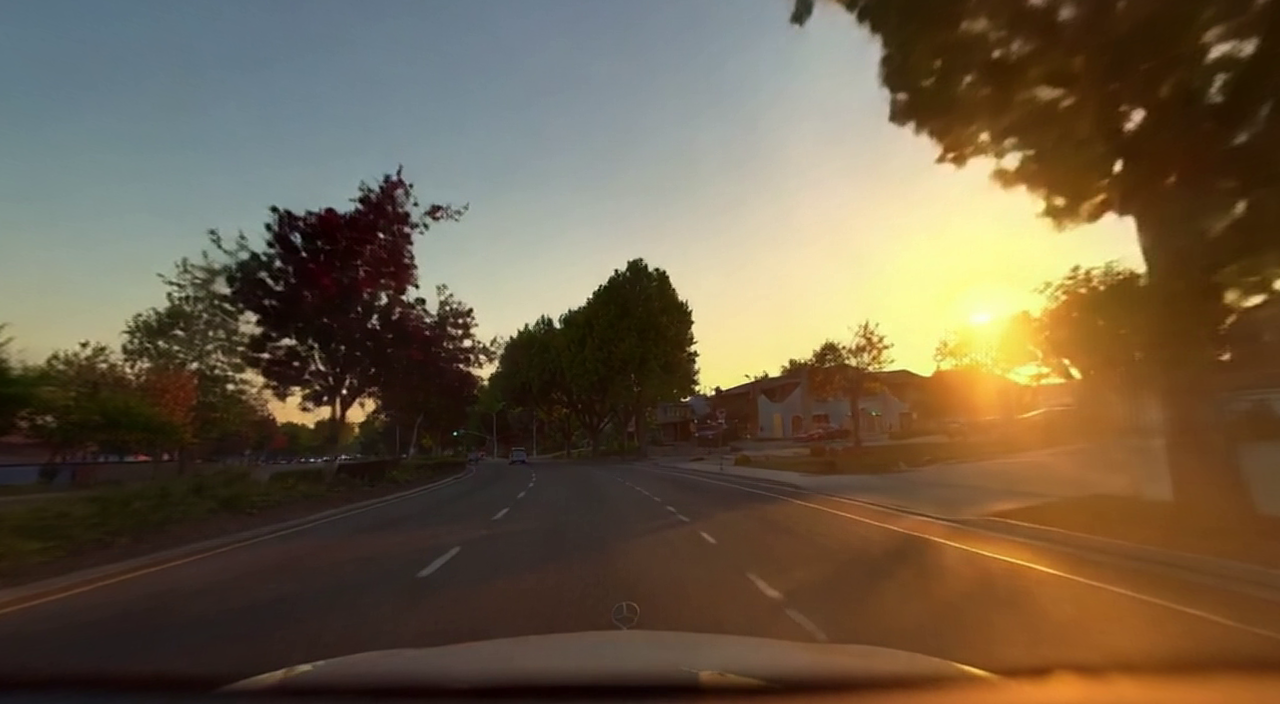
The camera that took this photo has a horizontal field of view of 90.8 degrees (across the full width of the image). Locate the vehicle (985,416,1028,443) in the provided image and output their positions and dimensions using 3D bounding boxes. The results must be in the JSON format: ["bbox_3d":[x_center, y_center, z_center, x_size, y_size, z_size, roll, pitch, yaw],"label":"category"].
[{"bbox_3d":[23.802,5.000,40.950,2.033,1.533,4.370,-9,-10,31],"label":"vehicle"}]

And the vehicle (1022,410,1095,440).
[{"bbox_3d":[25.798,4.520,38.898,4.147,1.680,2.441,6,-11,-38],"label":"vehicle"}]

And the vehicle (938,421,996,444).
[{"bbox_3d":[22.126,5.471,42.661,4.230,1.459,1.889,7,-12,-40],"label":"vehicle"}]
